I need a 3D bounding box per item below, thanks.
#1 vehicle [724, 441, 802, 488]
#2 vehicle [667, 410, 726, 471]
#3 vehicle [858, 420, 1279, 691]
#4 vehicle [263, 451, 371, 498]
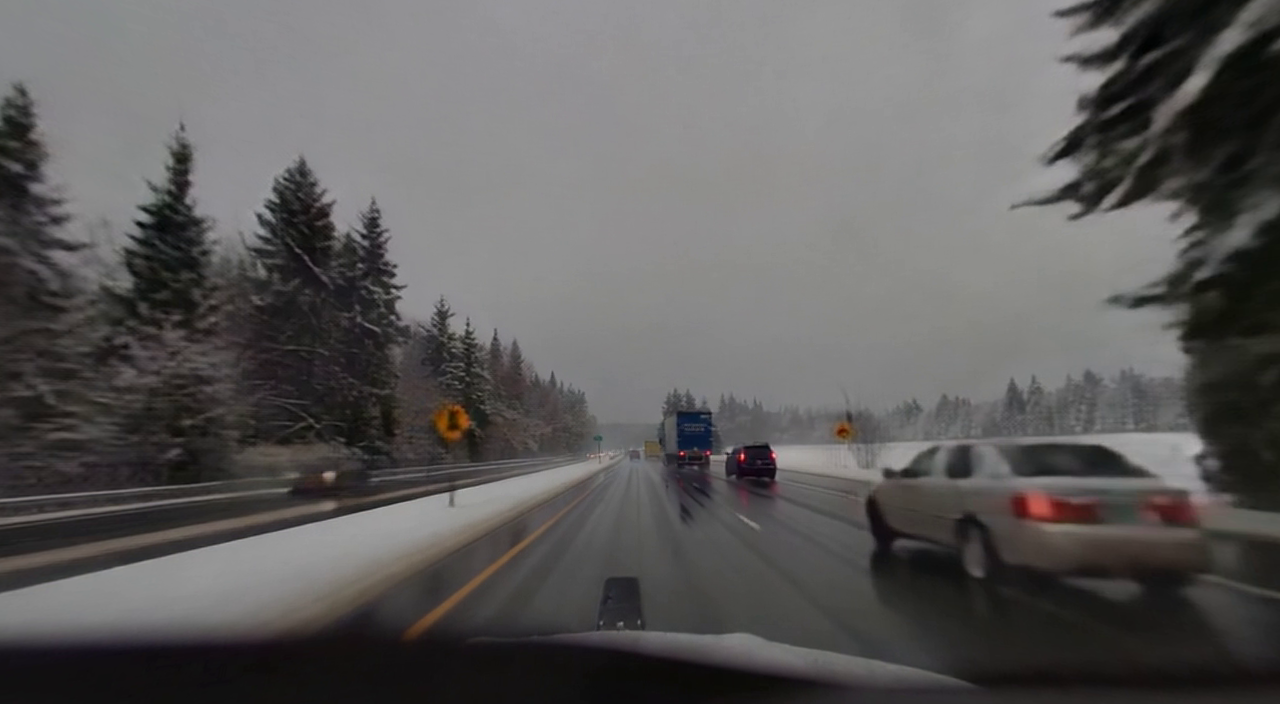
[{"bbox_3d":[4.742,4.422,25.081,2.118,1.688,4.715,0,-9,-1],"label":"vehicle"},{"bbox_3d":[4.118,7.121,49.885,3.231,4.102,14.393,0,-9,0],"label":"vehicle"},{"bbox_3d":[3.981,1.509,6.016,2.031,1.491,4.883,0,-9,0],"label":"vehicle"},{"bbox_3d":[-12.800,4.829,25.311,1.948,1.685,4.434,0,-9,0],"label":"vehicle"}]
